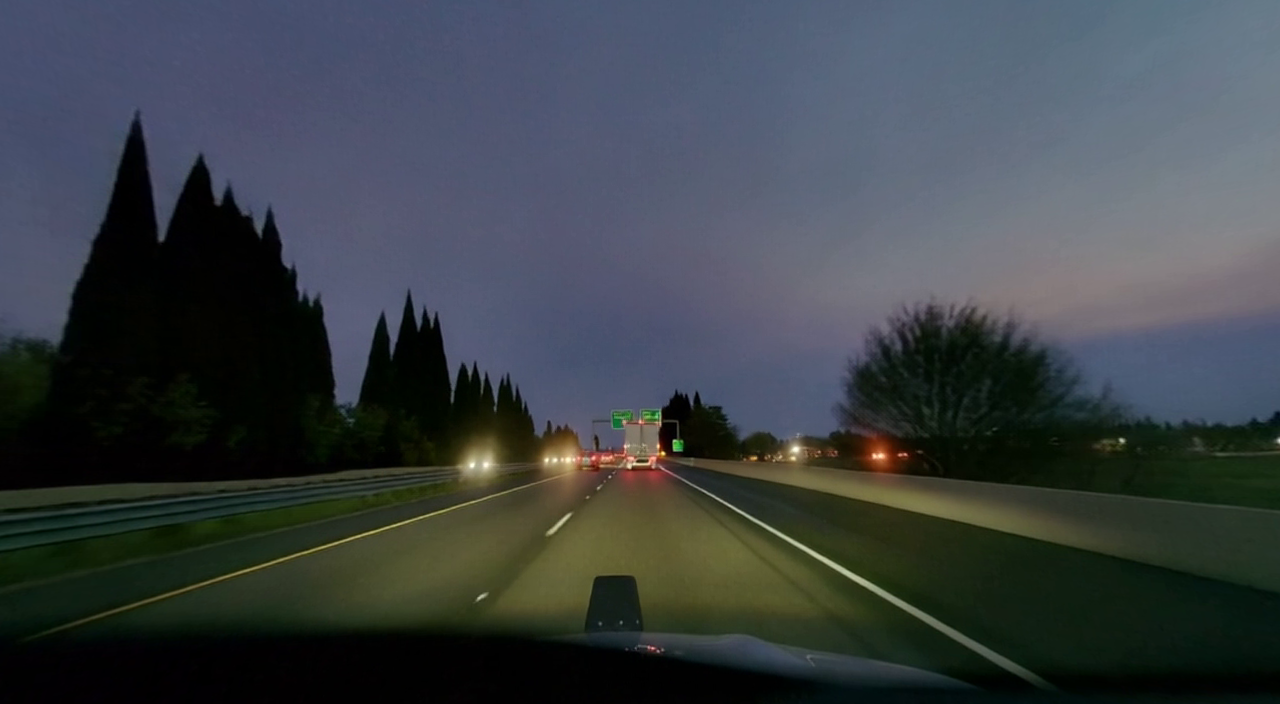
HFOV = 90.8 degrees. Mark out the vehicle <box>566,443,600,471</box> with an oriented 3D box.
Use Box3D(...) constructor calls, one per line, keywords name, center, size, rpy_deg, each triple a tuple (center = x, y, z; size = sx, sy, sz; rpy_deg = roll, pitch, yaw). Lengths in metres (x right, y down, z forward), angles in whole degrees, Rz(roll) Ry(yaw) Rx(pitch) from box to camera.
Box3D(name="vehicle", center=(-4.298, 8.051, 48.412), size=(2.168, 1.980, 4.622), rpy_deg=(0, -9, 0))
